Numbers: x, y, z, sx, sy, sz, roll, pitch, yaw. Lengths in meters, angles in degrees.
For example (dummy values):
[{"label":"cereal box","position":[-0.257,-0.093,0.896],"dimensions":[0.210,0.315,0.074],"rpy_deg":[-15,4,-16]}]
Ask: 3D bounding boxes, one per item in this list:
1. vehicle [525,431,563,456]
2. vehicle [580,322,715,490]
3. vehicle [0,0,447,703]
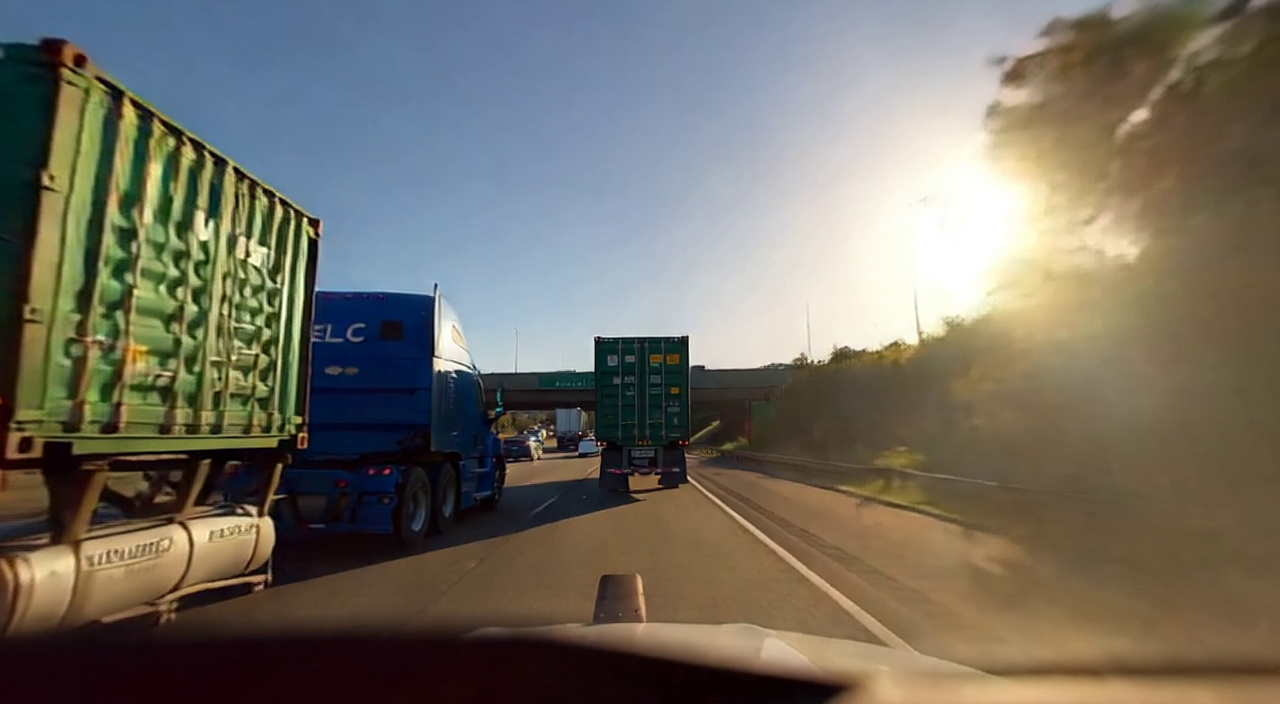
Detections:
[{"label":"vehicle","position":[-7.159,6.894,47.618],"dimensions":[2.163,1.772,4.244],"rpy_deg":[0,-9,1]},{"label":"vehicle","position":[0.116,1.866,19.656],"dimensions":[3.357,4.212,7.519],"rpy_deg":[0,-9,-1]},{"label":"vehicle","position":[-3.652,-0.580,0.280],"dimensions":[2.873,4.198,13.317],"rpy_deg":[0,-9,0]}]
